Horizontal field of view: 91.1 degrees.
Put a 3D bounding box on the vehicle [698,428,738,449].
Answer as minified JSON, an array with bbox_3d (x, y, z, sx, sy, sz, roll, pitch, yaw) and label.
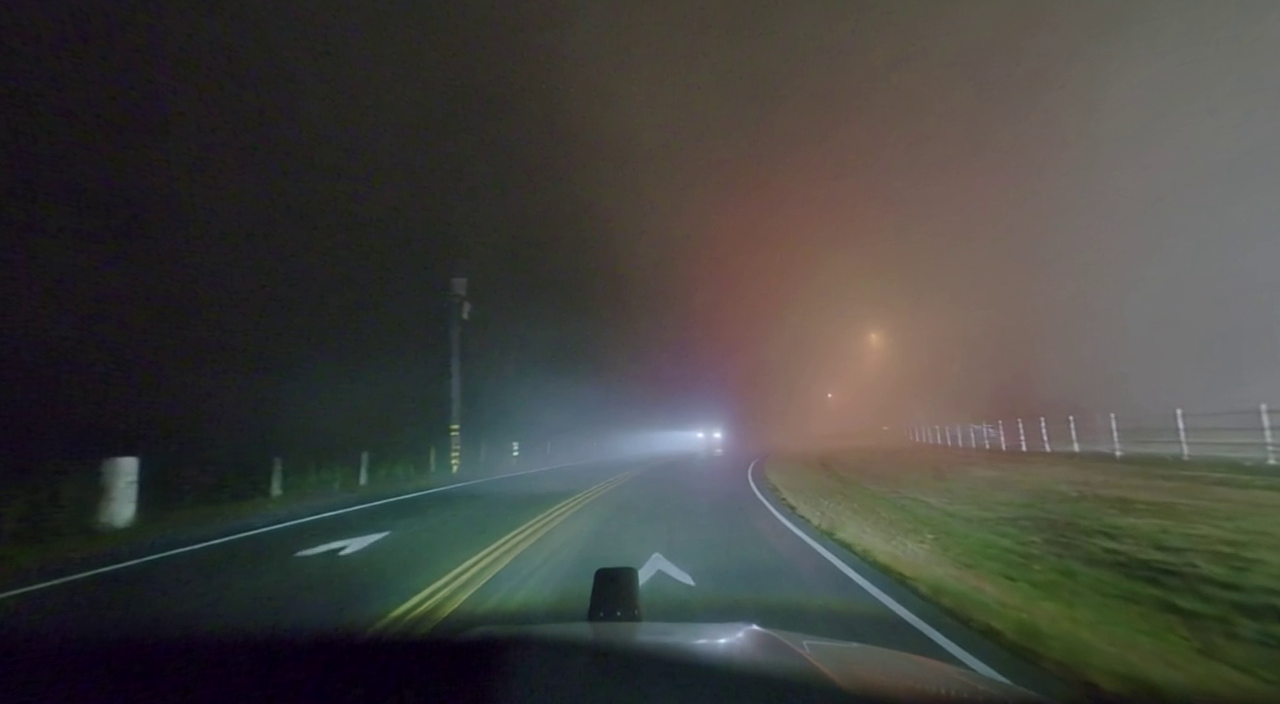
[{"bbox_3d":[6.163,6.767,49.197,1.961,1.525,4.056,-3,-8,25],"label":"vehicle"}]
